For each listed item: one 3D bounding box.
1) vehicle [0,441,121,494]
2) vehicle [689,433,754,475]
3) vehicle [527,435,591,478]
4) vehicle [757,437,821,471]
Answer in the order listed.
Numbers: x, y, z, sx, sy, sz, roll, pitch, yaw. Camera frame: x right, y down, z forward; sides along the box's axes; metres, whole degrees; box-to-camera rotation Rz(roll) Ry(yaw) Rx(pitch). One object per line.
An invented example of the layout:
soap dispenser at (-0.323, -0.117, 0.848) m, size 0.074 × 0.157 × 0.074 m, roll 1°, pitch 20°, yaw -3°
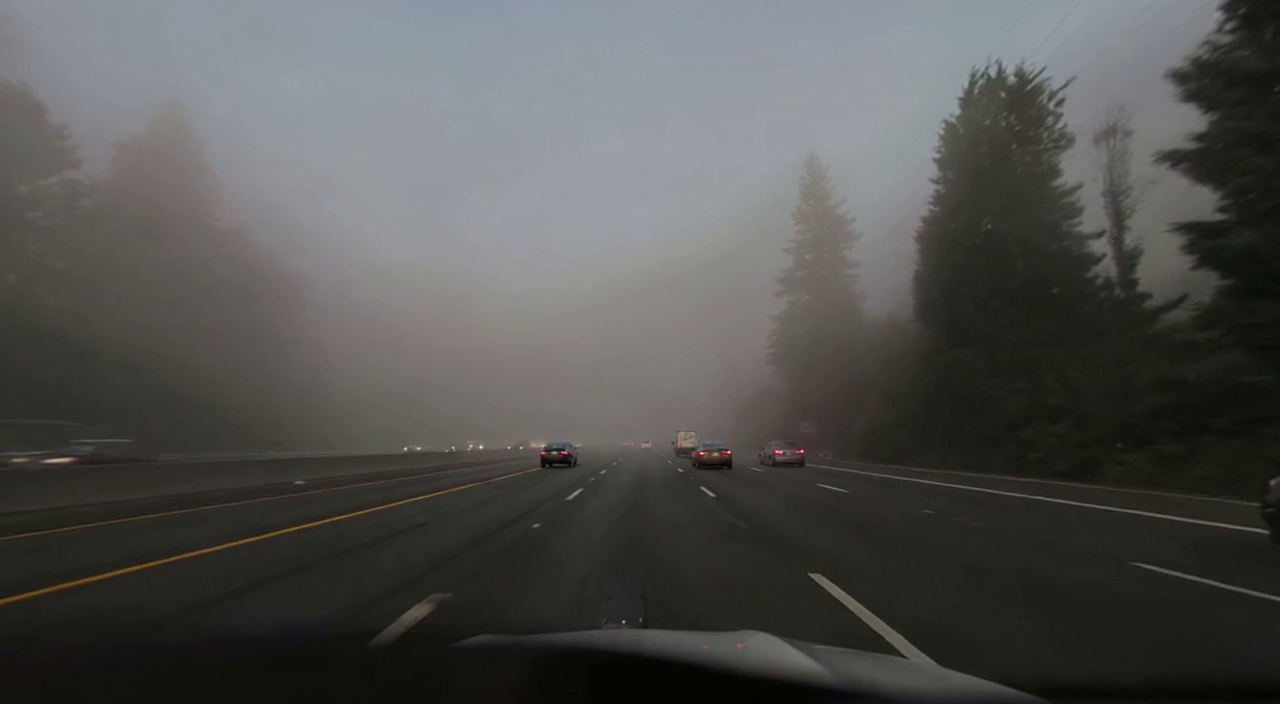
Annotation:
vehicle at (-18.777, 3.570, 19.842) m, size 1.650 × 1.467 × 3.708 m, roll -1°, pitch -8°, yaw 1°
vehicle at (3.436, 4.401, 27.429) m, size 2.146 × 1.639 × 4.475 m, roll 0°, pitch -8°, yaw -1°
vehicle at (-3.447, 4.532, 27.625) m, size 2.106 × 1.682 × 4.395 m, roll -1°, pitch -8°, yaw 2°
vehicle at (7.294, 5.019, 31.369) m, size 1.988 × 1.518 × 4.856 m, roll 0°, pitch -8°, yaw 0°
